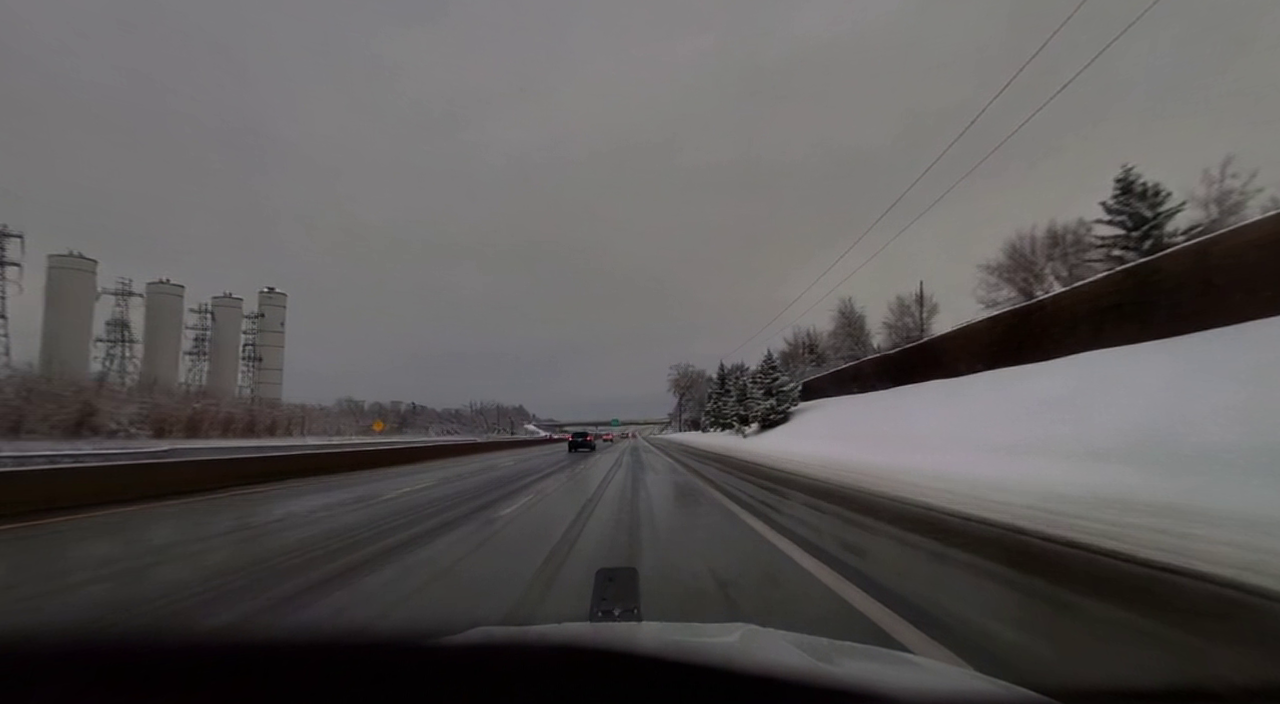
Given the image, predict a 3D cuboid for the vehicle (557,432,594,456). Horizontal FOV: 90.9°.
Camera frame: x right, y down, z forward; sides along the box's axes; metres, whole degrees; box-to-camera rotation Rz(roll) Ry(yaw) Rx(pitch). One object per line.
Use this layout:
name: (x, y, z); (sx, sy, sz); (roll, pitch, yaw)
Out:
vehicle: (-4.005, 5.796, 39.800); (1.952, 1.462, 3.969); (0, -8, -1)
